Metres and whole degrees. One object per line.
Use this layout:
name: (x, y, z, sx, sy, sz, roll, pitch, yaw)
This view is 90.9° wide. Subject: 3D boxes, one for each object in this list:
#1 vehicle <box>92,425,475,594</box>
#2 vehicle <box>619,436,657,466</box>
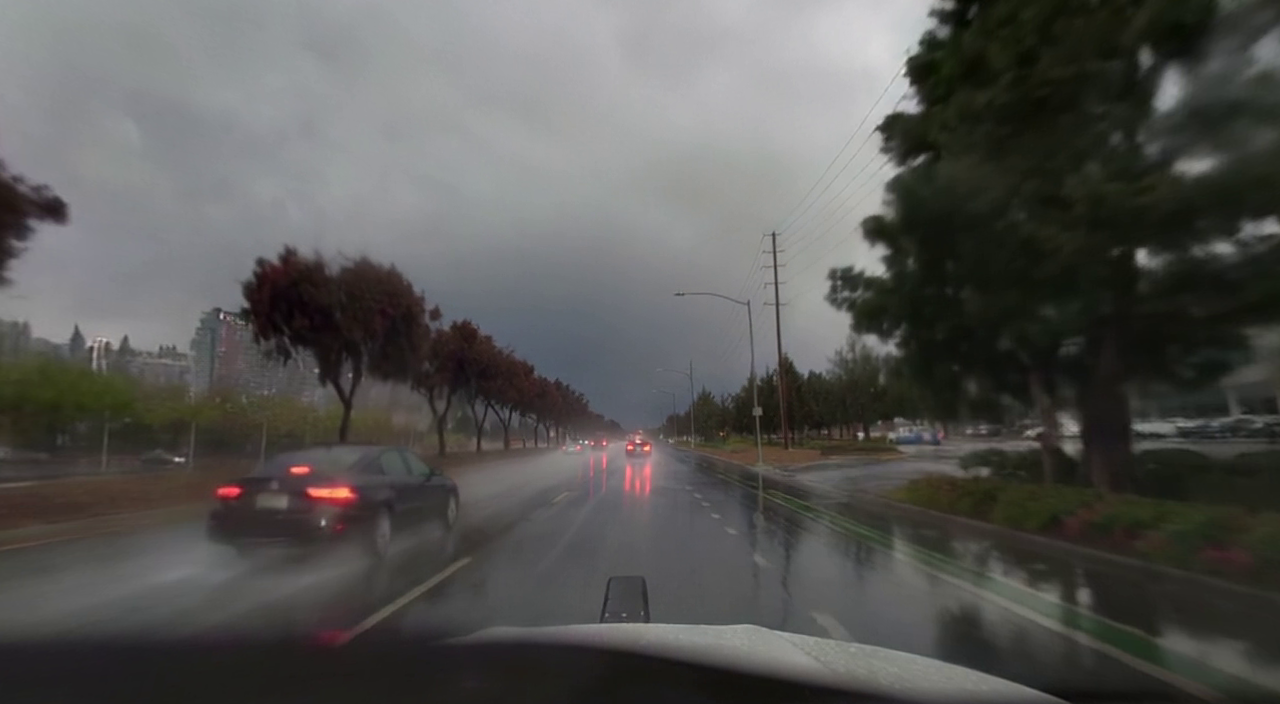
vehicle: (-3.785, 1.744, 8.036, 1.942, 1.462, 4.905, 0, -8, 1)
vehicle: (-0.117, 5.949, 38.050, 2.199, 1.652, 4.101, 0, -8, 0)
